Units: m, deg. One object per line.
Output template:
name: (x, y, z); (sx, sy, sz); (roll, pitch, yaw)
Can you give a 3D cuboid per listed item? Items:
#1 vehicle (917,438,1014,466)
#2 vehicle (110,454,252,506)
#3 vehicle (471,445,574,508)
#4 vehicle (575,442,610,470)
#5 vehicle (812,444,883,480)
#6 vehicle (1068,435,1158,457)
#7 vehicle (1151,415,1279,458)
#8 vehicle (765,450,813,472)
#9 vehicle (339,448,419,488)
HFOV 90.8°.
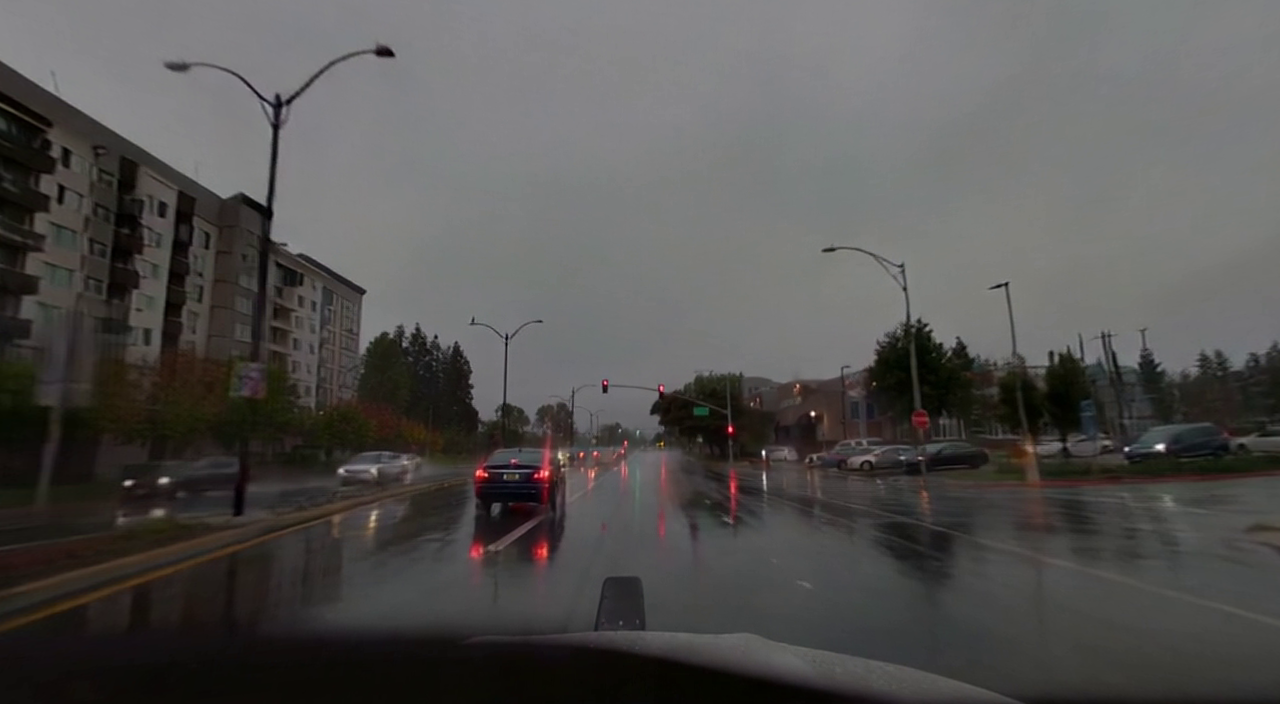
vehicle: (18.486, 5.681, 36.044); (4.416, 1.519, 1.988); (-1, -9, 2)
vehicle: (-14.301, 3.973, 19.976); (1.808, 1.444, 3.609); (0, -9, -1)
vehicle: (-2.991, 3.263, 17.045); (2.144, 1.447, 4.421); (0, -9, -3)
vehicle: (-3.398, 7.593, 46.355); (2.220, 1.888, 4.904); (0, -9, 0)
vehicle: (10.403, 5.542, 32.043); (1.975, 1.677, 4.400); (0, -9, -1)
vehicle: (34.717, 6.937, 46.503); (4.771, 1.577, 2.205); (-1, -9, 3)
vehicle: (33.318, 4.941, 36.670); (5.156, 2.086, 2.144); (-3, -10, 1)
vehicle: (10.268, 7.541, 43.846); (2.045, 1.418, 4.869); (0, -9, -1)
vehicle: (-10.943, 4.861, 26.768); (1.867, 1.524, 3.654); (0, -9, -1)
